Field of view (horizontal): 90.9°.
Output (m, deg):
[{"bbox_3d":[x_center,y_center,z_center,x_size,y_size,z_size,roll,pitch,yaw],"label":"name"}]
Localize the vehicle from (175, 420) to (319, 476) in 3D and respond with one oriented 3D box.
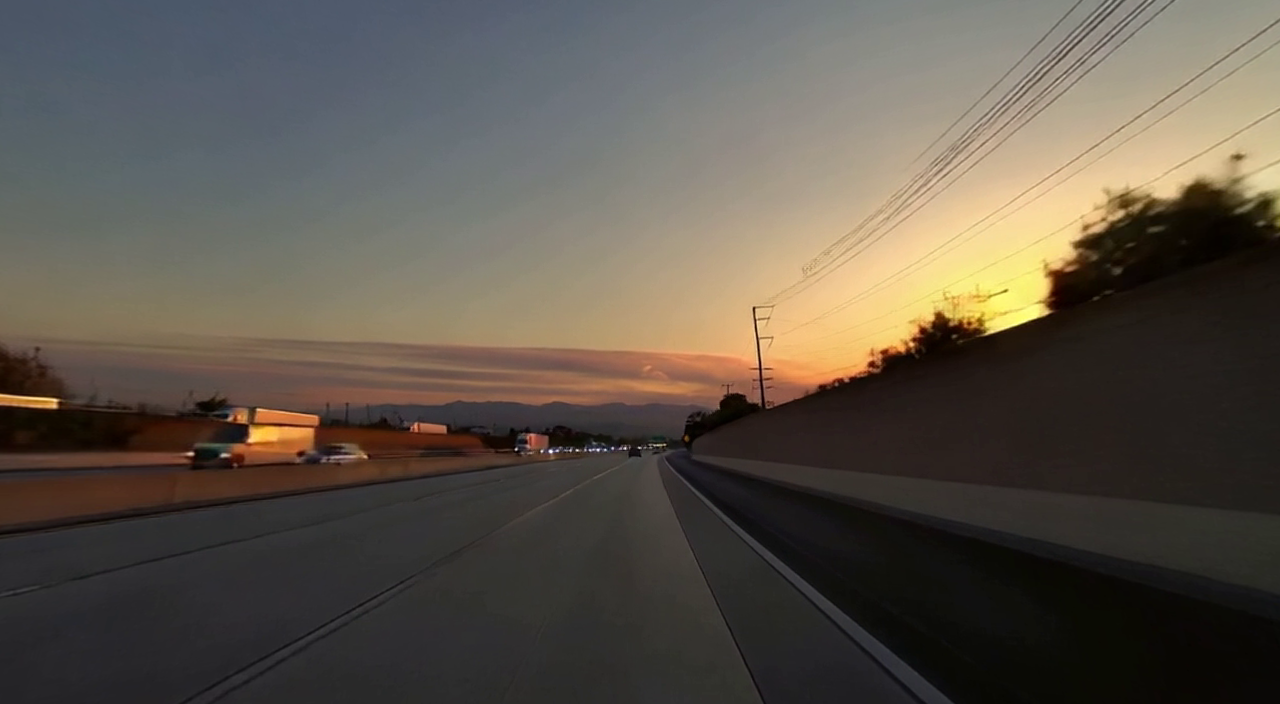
[{"bbox_3d":[-22.631,5.638,37.066,2.866,2.908,8.457,0,-9,1],"label":"vehicle"}]
